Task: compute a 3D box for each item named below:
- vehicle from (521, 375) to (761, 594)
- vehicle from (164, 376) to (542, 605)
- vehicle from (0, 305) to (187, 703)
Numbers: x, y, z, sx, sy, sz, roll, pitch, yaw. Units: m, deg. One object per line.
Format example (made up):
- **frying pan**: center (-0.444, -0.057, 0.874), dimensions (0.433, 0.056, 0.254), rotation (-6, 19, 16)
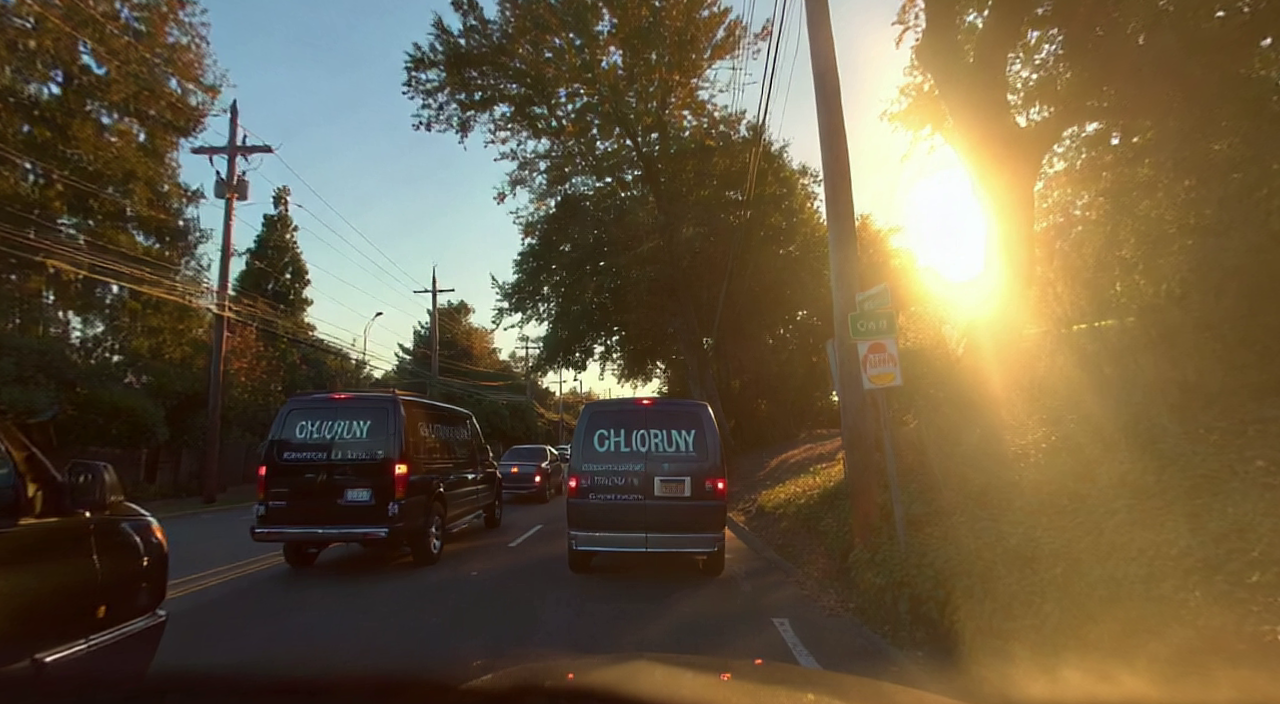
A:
- **vehicle**: center (0.112, 1.468, 7.693), dimensions (2.117, 1.911, 4.095), rotation (-1, -8, 3)
- **vehicle**: center (-2.745, 1.480, 7.618), dimensions (2.109, 1.851, 4.749), rotation (-1, -8, 3)
- **vehicle**: center (-3.165, 0.502, 0.247), dimensions (2.160, 1.796, 4.997), rotation (0, -8, 1)
